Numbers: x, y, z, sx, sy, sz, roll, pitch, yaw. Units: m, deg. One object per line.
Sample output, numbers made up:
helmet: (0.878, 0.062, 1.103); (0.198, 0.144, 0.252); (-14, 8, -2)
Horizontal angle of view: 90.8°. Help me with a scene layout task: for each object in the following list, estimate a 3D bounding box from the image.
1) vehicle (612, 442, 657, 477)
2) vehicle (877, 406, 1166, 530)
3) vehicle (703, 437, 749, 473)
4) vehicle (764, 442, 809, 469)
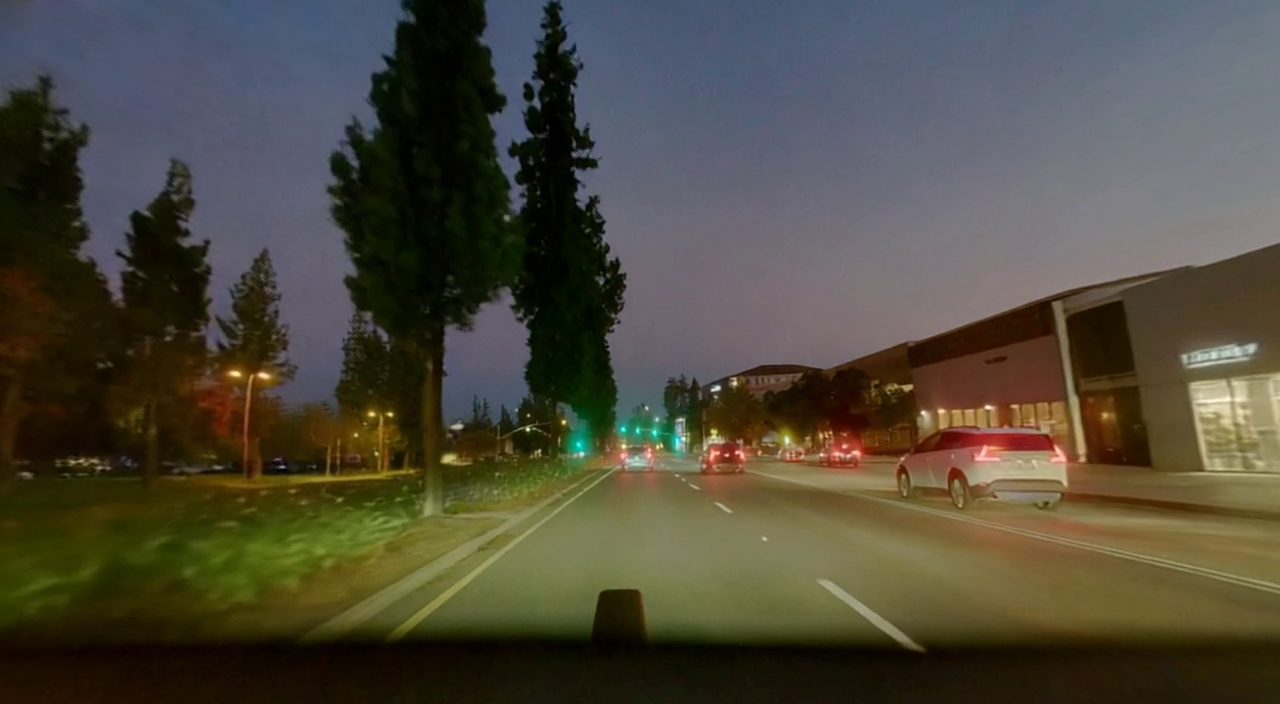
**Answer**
vehicle: (-0.267, 5.151, 30.492); (2.037, 1.568, 3.693); (0, -8, 0)
vehicle: (7.059, 2.239, 12.791); (2.240, 1.923, 5.678); (0, -8, -1)
vehicle: (4.716, 5.725, 35.296); (1.955, 1.845, 4.538); (0, -8, 1)
vehicle: (10.330, 7.291, 44.838); (1.988, 1.783, 5.324); (0, -8, 1)
